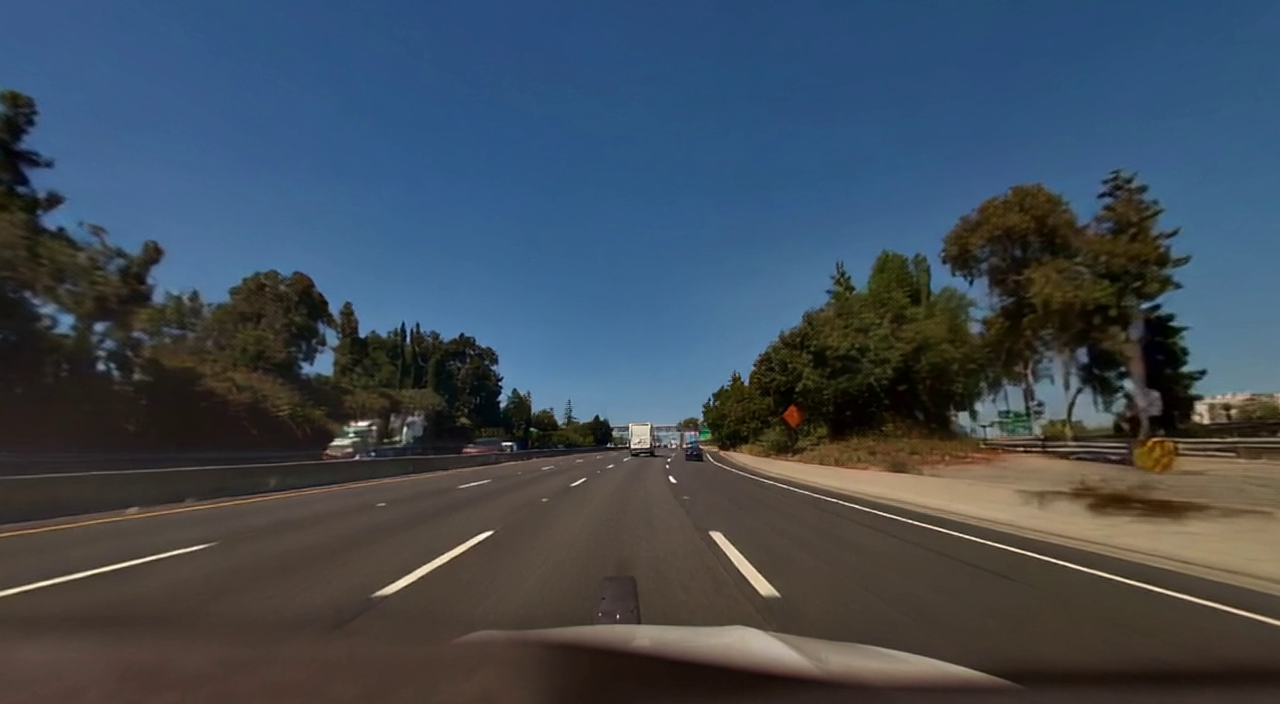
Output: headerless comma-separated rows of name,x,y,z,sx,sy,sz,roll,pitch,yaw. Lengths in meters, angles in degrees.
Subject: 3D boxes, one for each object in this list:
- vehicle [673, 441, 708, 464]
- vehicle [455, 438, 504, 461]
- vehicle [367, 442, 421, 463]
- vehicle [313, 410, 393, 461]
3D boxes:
vehicle,3.400,6.808,43.045,2.069,1.476,4.197,0,-9,0
vehicle,-11.905,7.270,47.195,2.189,1.669,4.753,0,-9,2
vehicle,-18.192,7.413,46.894,1.918,1.464,4.768,-1,-9,3
vehicle,-22.156,6.571,49.132,3.004,3.696,6.102,-1,-9,3
